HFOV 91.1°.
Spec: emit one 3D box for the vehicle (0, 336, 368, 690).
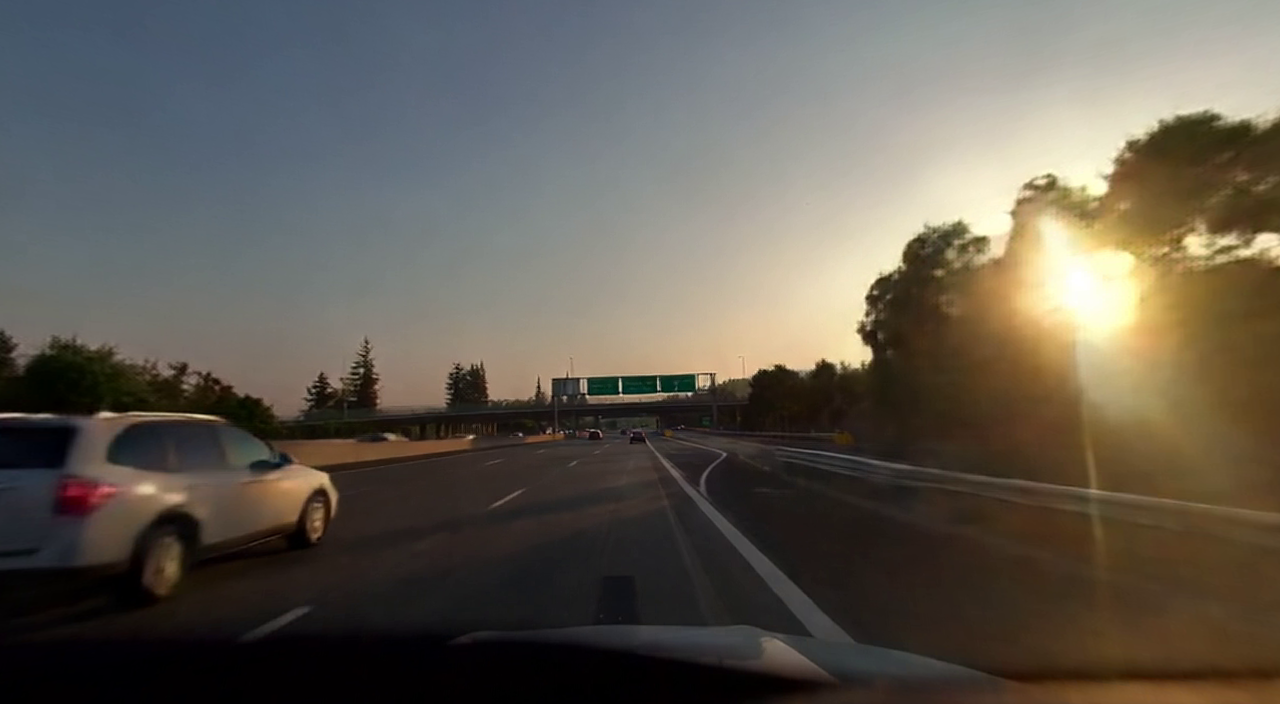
[{"bbox_3d":[-4.266,1.047,4.947,2.153,1.730,4.772,0,-8,-1],"label":"vehicle"}]
